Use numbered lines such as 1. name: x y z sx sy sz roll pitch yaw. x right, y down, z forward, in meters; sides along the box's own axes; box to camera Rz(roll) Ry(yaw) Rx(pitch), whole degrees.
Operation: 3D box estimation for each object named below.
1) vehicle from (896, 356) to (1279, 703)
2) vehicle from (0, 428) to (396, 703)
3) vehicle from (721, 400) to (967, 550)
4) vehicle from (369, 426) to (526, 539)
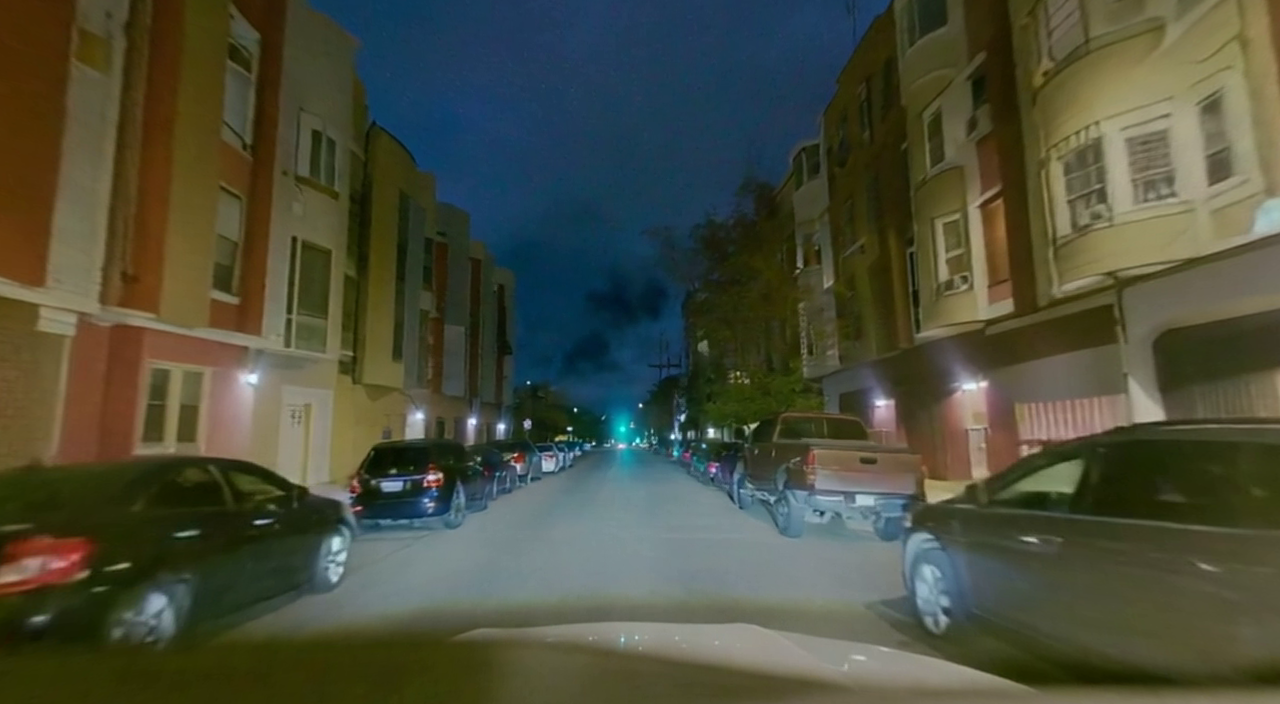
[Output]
1. vehicle: 3.120 1.024 2.886 2.032 1.684 4.564 3 -8 0
2. vehicle: -3.384 1.338 4.570 1.885 1.433 3.714 -2 -6 -2
3. vehicle: 3.093 1.994 11.065 2.379 1.999 5.013 0 -8 -3
4. vehicle: -3.579 2.396 12.632 1.880 1.608 4.729 -2 -5 -3
